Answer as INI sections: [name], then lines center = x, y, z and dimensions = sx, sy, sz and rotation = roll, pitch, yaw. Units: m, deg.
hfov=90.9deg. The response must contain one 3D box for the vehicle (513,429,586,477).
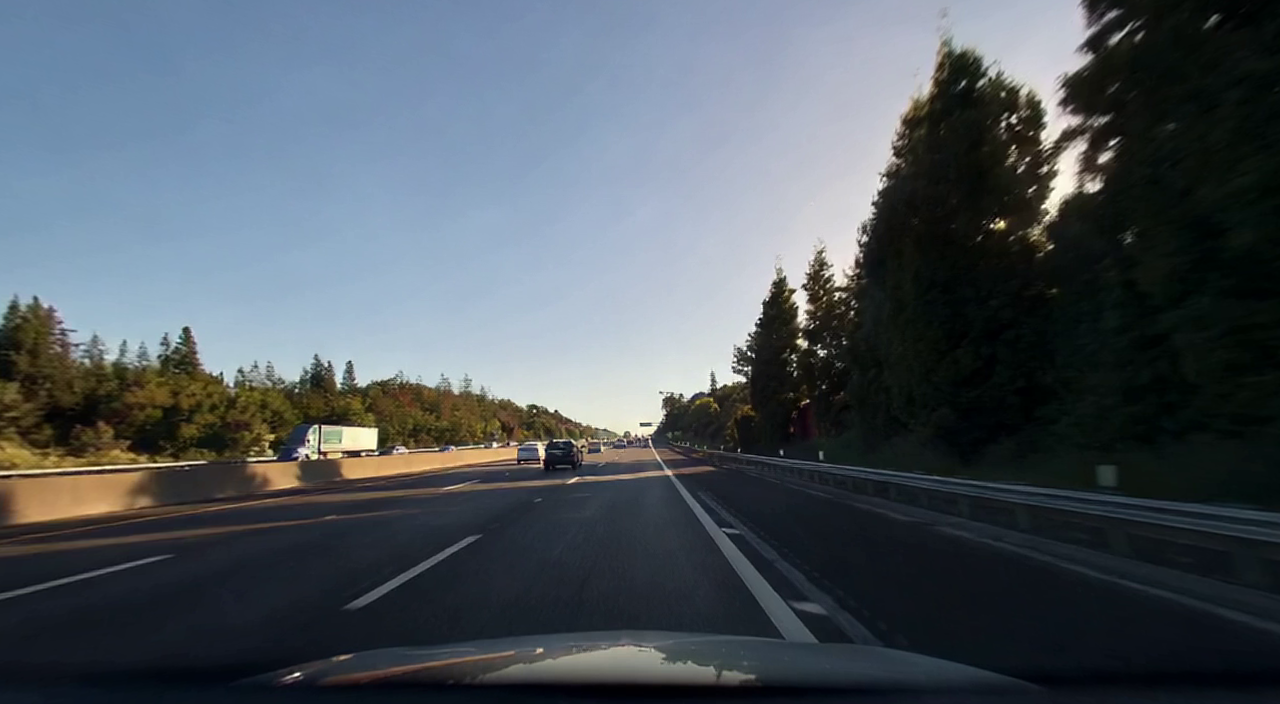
[vehicle]
center = -3.669, 4.221, 26.478
dimensions = 2.283, 1.802, 4.810
rotation = 0, -8, 1
